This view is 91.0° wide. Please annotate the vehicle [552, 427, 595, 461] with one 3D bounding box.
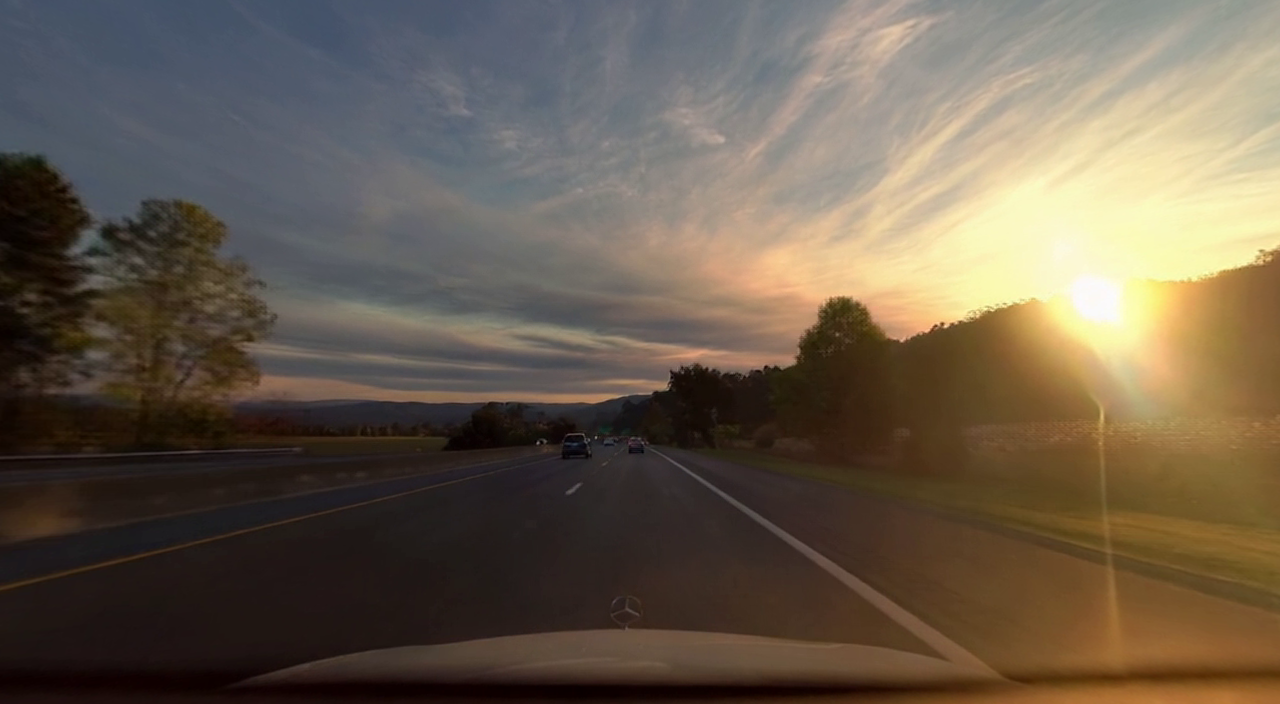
[{"bbox_3d":[-4.185,5.912,40.514,2.241,2.034,4.890,0,-8,0],"label":"vehicle"}]
